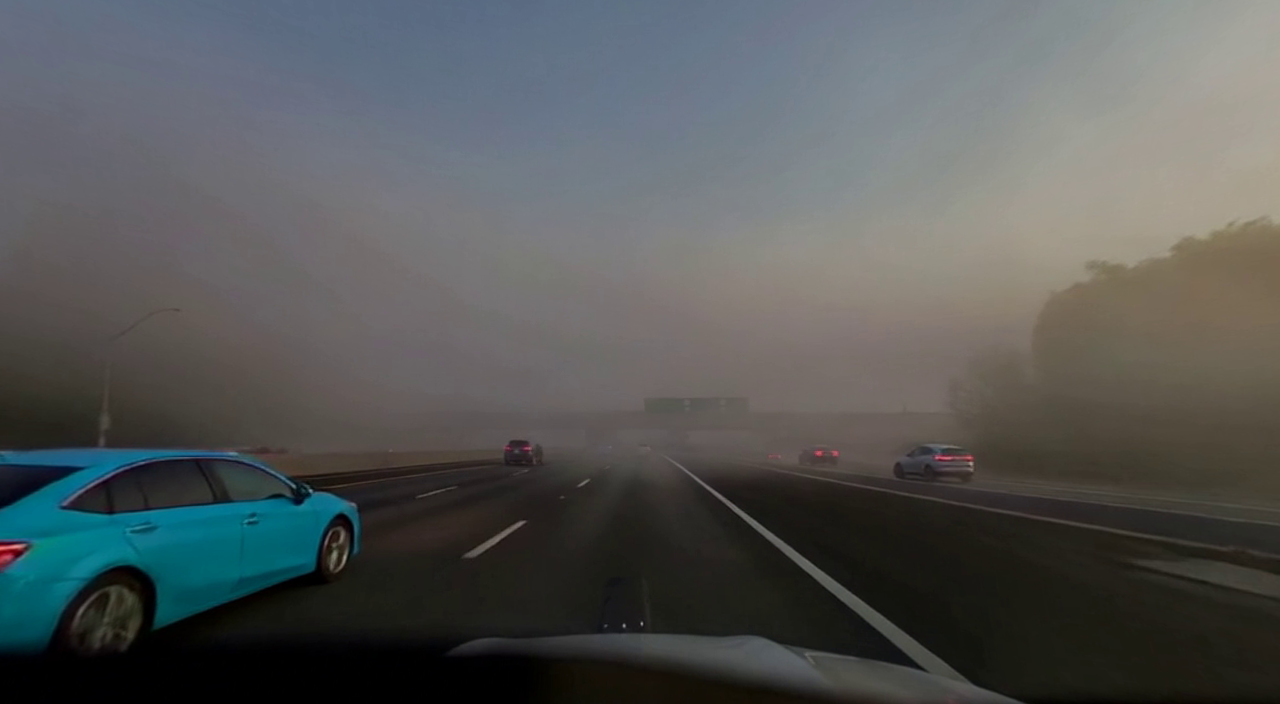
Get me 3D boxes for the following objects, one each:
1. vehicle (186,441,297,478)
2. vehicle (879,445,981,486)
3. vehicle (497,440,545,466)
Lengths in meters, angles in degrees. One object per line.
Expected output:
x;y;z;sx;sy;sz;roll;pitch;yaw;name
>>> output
-17.842;4.801;28.548;1.909;1.530;4.596;0;-8;1;vehicle
11.891;4.641;26.198;2.000;1.515;4.188;1;-8;-4;vehicle
-7.118;6.078;38.069;1.987;1.486;4.174;0;-8;2;vehicle
